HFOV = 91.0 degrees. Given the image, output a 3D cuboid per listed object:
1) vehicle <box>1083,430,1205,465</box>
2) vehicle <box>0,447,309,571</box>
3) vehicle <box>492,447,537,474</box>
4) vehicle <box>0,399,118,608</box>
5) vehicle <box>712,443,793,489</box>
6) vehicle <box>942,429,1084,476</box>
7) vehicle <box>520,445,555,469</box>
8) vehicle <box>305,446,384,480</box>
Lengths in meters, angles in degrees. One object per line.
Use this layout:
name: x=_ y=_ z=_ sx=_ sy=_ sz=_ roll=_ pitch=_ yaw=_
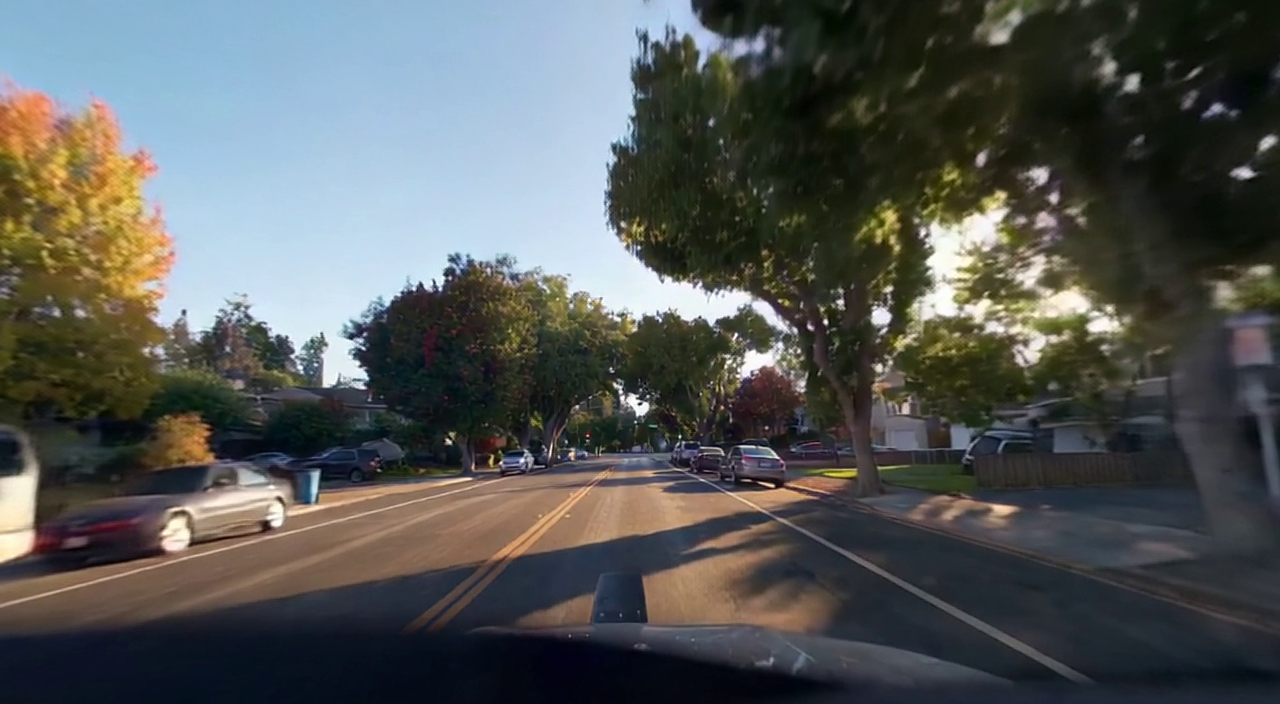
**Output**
vehicle: x=25.369 y=4.833 z=31.825 sx=4.196 sy=1.609 sz=2.157 roll=-1 pitch=-9 yaw=2
vehicle: x=-7.275 y=2.269 z=9.959 sx=1.917 sy=1.505 sz=4.087 roll=0 pitch=-8 yaw=-2
vehicle: x=-7.717 y=6.666 z=38.886 sx=1.976 sy=1.554 sz=3.654 roll=-1 pitch=-8 yaw=1
vehicle: x=-7.377 y=1.191 z=4.267 sx=2.613 sy=1.959 sz=5.843 roll=0 pitch=-8 yaw=0
vehicle: x=3.904 y=4.048 z=22.763 sx=2.005 sy=1.466 sz=4.767 roll=0 pitch=-8 yaw=0
vehicle: x=12.646 y=3.423 z=21.482 sx=3.731 sy=1.491 sz=1.678 roll=0 pitch=-8 yaw=-1
vehicle: x=-7.697 y=7.873 z=47.450 sx=1.994 sy=1.718 sz=4.518 roll=0 pitch=-8 yaw=-2
vehicle: x=-14.359 y=5.397 z=30.863 sx=1.921 sy=1.518 sz=3.799 roll=-1 pitch=-8 yaw=2
